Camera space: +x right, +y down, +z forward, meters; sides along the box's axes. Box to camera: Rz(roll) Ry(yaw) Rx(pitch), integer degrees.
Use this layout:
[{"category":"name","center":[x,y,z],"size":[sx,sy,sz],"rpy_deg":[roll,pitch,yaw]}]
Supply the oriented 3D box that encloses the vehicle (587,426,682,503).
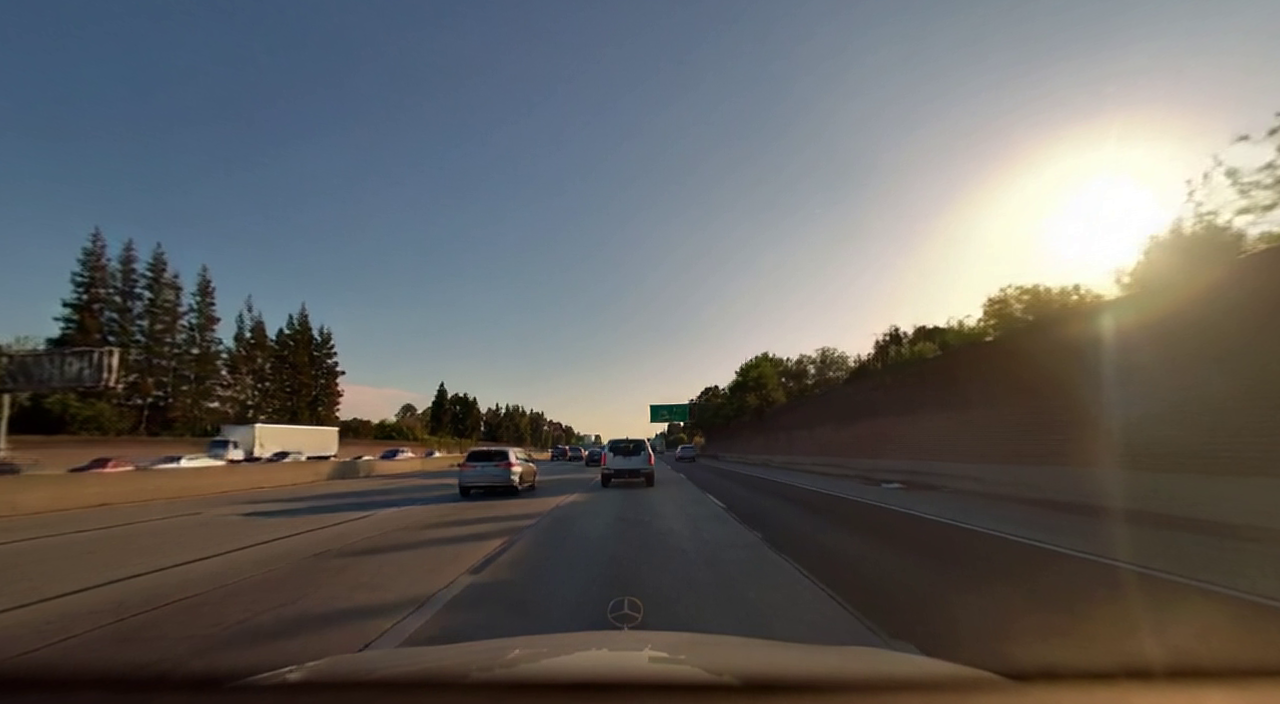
[{"category":"vehicle","center":[-0.127,2.983,17.082],"size":[2.233,1.804,4.273],"rpy_deg":[0,-9,0]}]

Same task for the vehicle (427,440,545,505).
[{"category":"vehicle","center":[-3.788,3.037,16.360],"size":[1.967,1.442,4.143],"rpy_deg":[0,-9,1]}]

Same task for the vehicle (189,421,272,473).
[{"category":"vehicle","center":[-28.852,6.744,44.659],"size":[2.860,3.491,4.129],"rpy_deg":[0,-9,1]}]

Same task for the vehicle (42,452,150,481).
[{"category":"vehicle","center":[-32.617,6.861,38.055],"size":[2.082,1.608,4.935],"rpy_deg":[0,-9,1]}]
